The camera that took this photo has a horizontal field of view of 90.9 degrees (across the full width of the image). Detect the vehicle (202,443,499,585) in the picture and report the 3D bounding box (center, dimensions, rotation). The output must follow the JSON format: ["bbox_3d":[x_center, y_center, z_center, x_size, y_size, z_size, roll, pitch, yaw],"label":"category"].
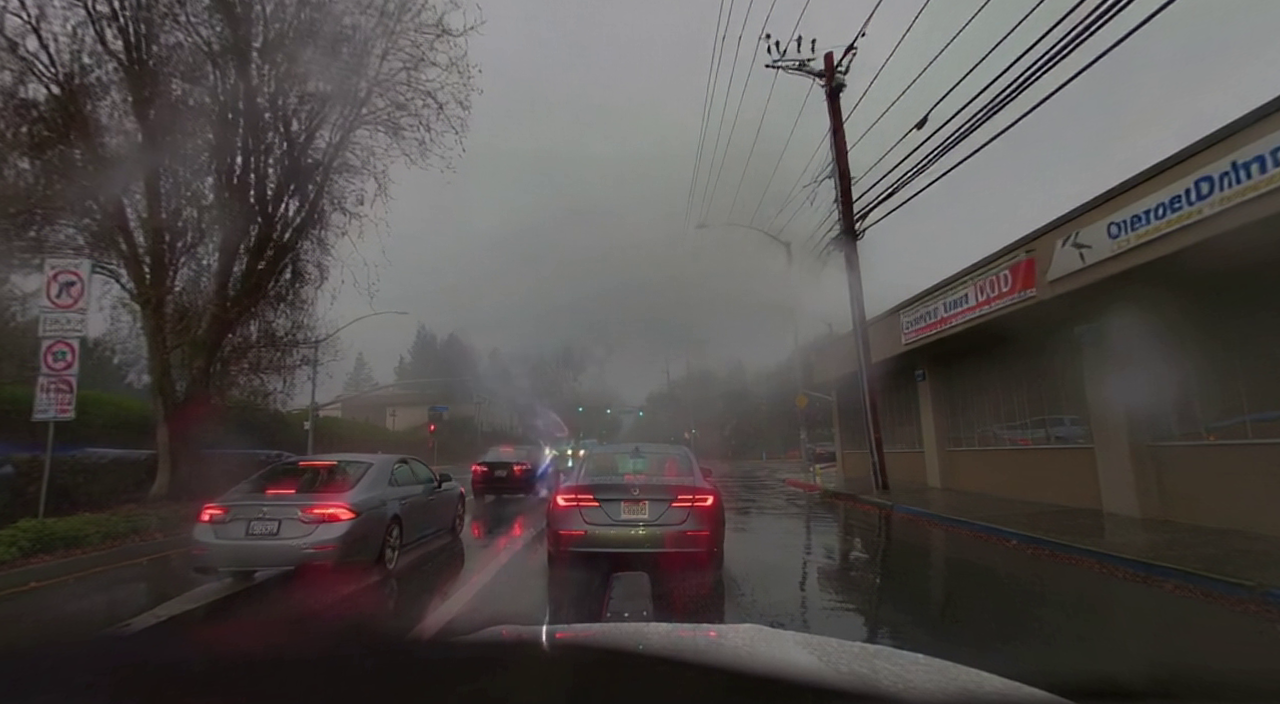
[{"bbox_3d":[-3.215,1.845,8.045,1.765,1.319,4.013,0,-9,2],"label":"vehicle"}]

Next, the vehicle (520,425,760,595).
[{"bbox_3d":[-0.008,1.690,7.576,2.101,1.469,3.955,0,-9,0],"label":"vehicle"}]
